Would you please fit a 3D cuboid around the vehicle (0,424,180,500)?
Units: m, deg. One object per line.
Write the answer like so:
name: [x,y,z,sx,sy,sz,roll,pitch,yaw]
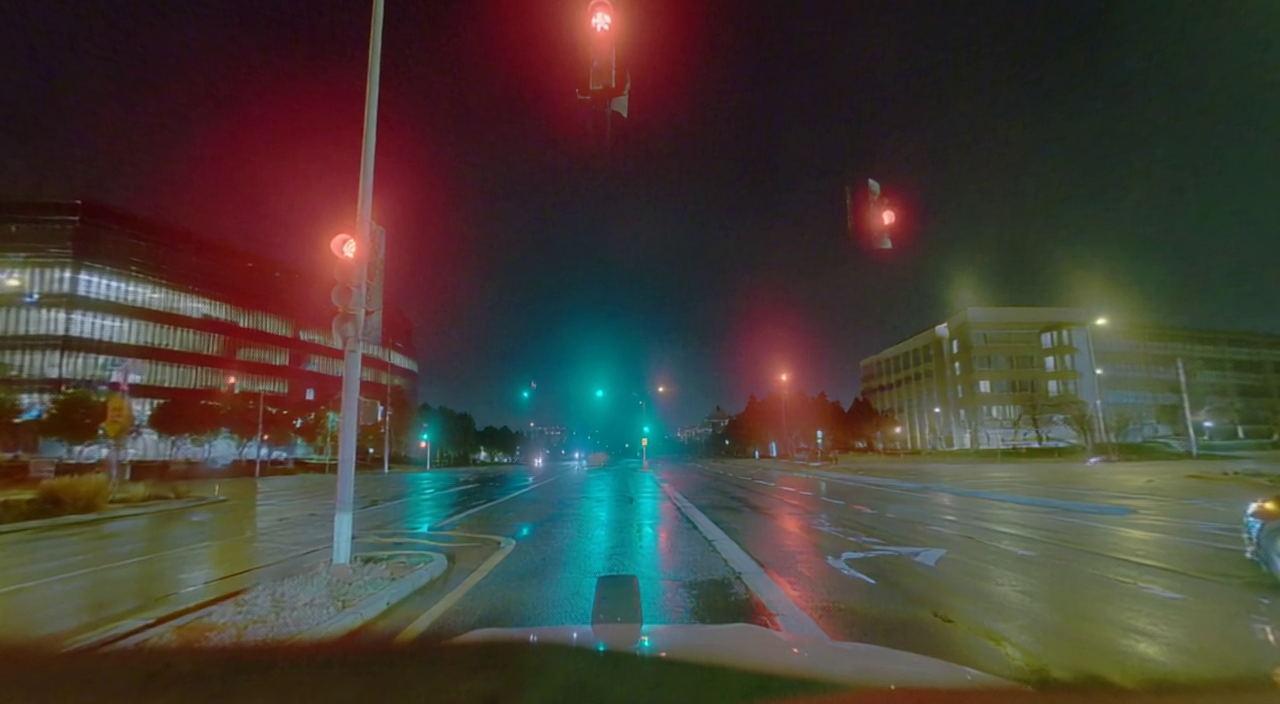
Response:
vehicle: [-24.960,4.825,27.587,7.088,3.096,2.678,0,-9,-1]
